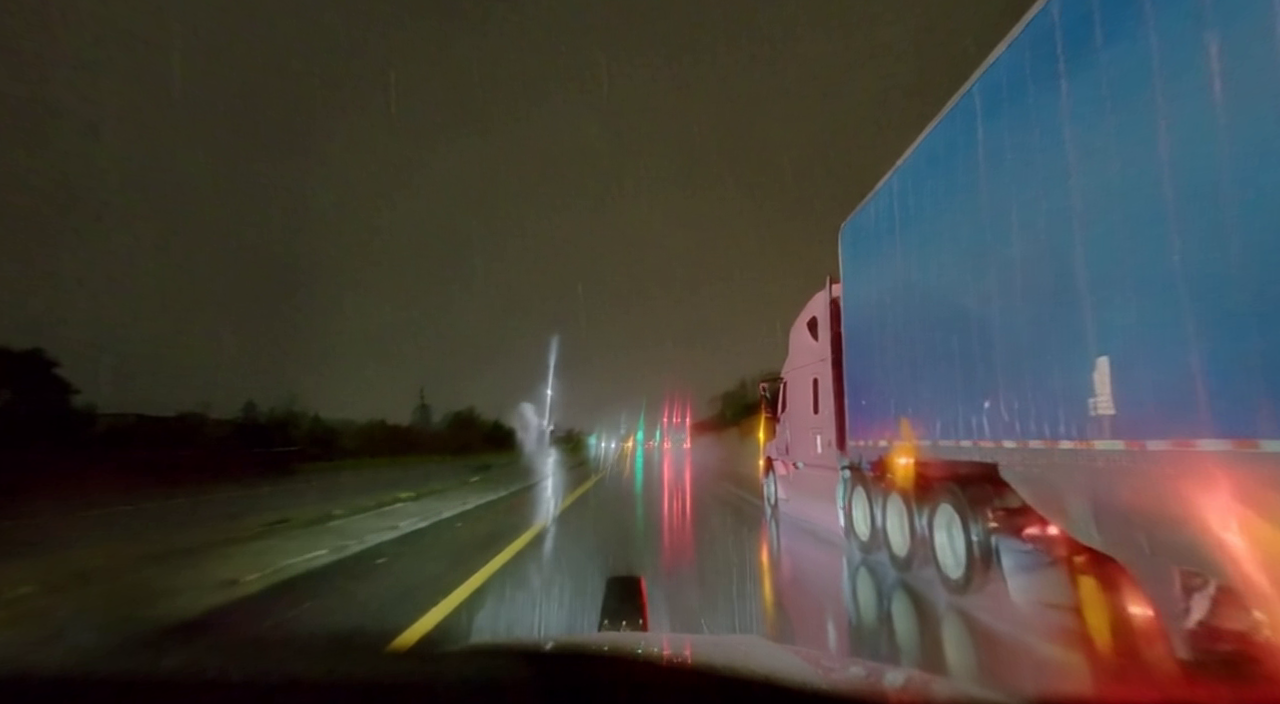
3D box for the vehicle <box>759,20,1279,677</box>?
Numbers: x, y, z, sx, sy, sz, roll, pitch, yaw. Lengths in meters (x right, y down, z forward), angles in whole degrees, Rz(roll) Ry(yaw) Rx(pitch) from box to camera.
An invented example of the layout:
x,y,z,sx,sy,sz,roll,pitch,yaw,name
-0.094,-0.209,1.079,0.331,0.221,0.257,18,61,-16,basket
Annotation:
x,y,z,sx,sy,sz,roll,pitch,yaw,name
4.093,0.546,8.631,3.080,4.016,9.760,0,-8,1,vehicle
